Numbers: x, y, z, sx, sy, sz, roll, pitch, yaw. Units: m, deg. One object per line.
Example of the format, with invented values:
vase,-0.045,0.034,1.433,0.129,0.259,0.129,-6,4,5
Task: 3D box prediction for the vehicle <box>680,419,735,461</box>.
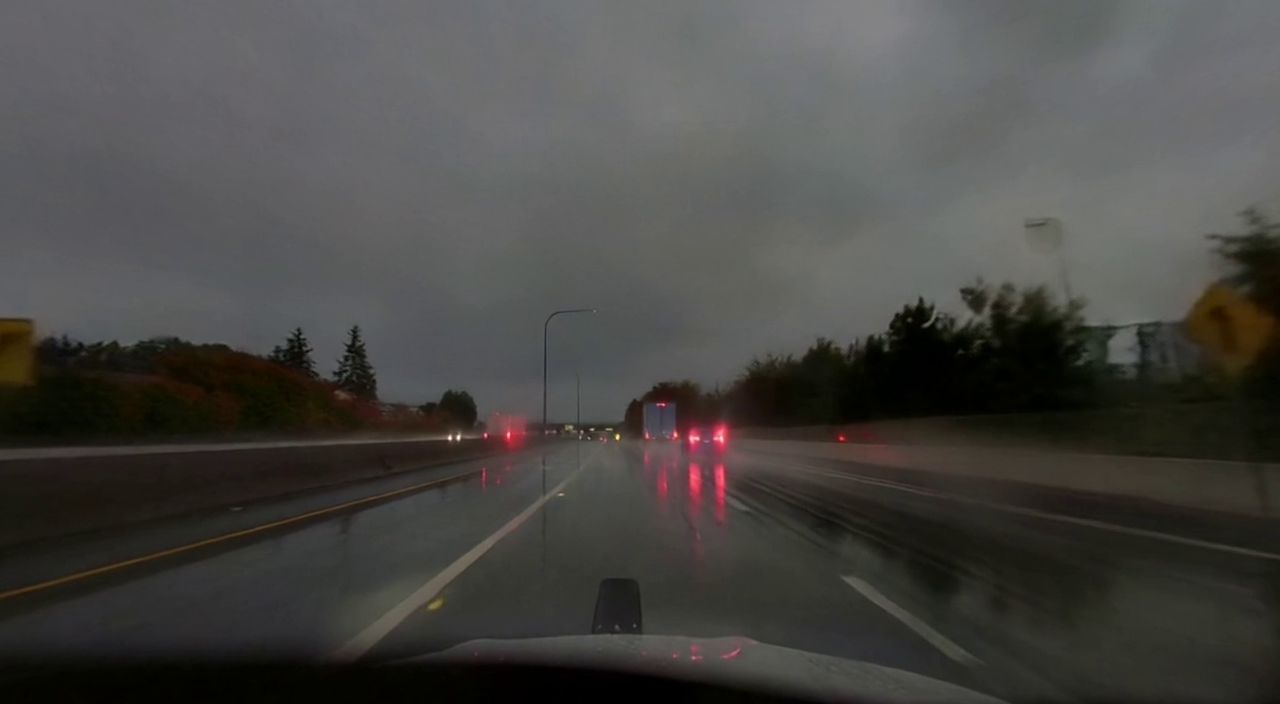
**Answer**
vehicle,3.226,4.347,31.135,2.076,1.914,4.287,0,-8,-2
